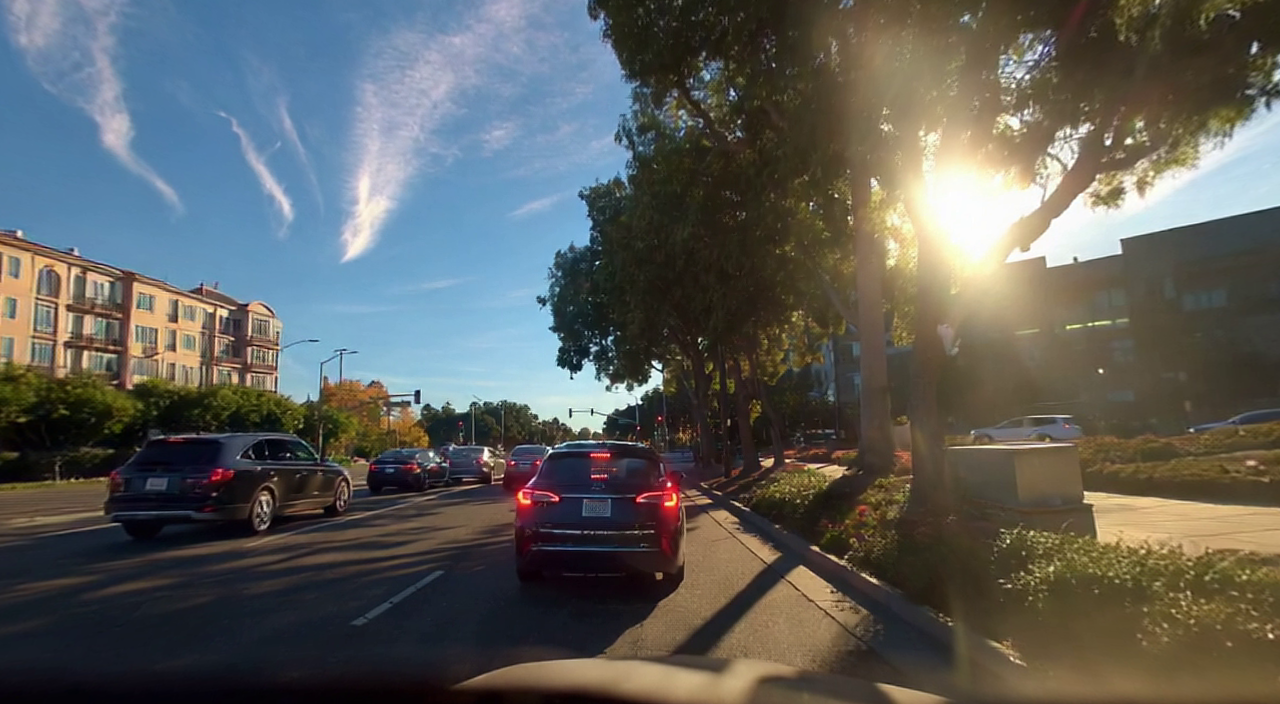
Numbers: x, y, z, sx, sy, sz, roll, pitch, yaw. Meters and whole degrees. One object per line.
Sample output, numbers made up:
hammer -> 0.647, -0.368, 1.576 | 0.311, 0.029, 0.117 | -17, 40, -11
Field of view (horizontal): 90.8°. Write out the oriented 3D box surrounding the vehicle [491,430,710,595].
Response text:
vehicle -> -0.376, 1.816, 8.015 | 2.066, 1.544, 3.954 | 0, -9, 0

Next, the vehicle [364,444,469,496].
vehicle -> -7.336, 3.885, 21.258 | 1.851, 1.532, 4.279 | 0, -9, 2

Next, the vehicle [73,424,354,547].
vehicle -> -7.290, 2.290, 11.512 | 2.068, 1.784, 4.224 | 0, -9, 1
